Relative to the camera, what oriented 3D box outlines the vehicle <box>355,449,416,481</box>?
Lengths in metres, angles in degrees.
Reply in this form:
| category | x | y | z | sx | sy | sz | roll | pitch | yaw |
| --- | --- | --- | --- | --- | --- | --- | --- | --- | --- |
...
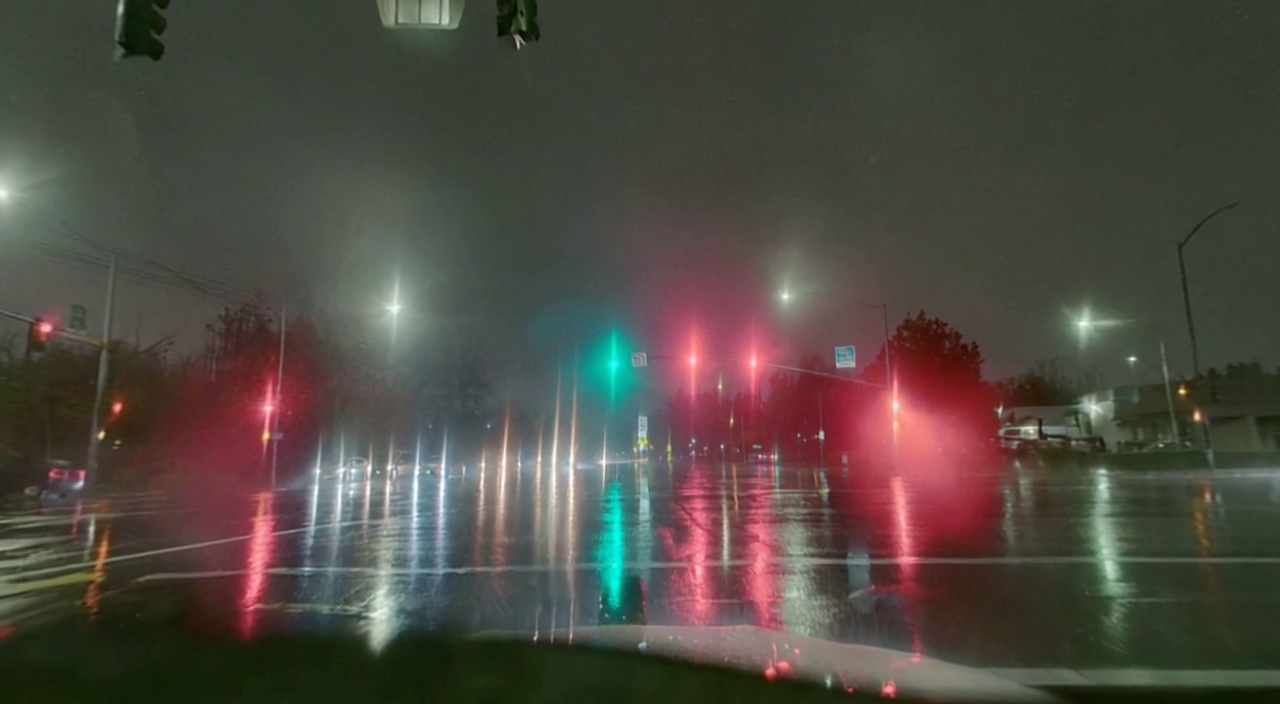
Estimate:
| category | x | y | z | sx | sy | sz | roll | pitch | yaw |
| --- | --- | --- | --- | --- | --- | --- | --- | --- | --- |
| vehicle | -16.206 | 7.195 | 40.279 | 1.960 | 1.819 | 5.018 | 0 | -8 | -2 |

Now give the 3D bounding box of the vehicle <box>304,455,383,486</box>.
| category | x | y | z | sx | sy | sz | roll | pitch | yaw |
| --- | --- | --- | --- | --- | --- | --- | --- | --- | --- |
| vehicle | -16.093 | 6.438 | 34.376 | 2.055 | 1.506 | 4.663 | 0 | -8 | -1 |

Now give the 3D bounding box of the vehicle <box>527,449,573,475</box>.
| category | x | y | z | sx | sy | sz | roll | pitch | yaw |
| --- | --- | --- | --- | --- | --- | --- | --- | --- | --- |
| vehicle | -5.501 | 6.748 | 38.791 | 2.154 | 1.501 | 4.416 | 0 | -8 | 0 |
